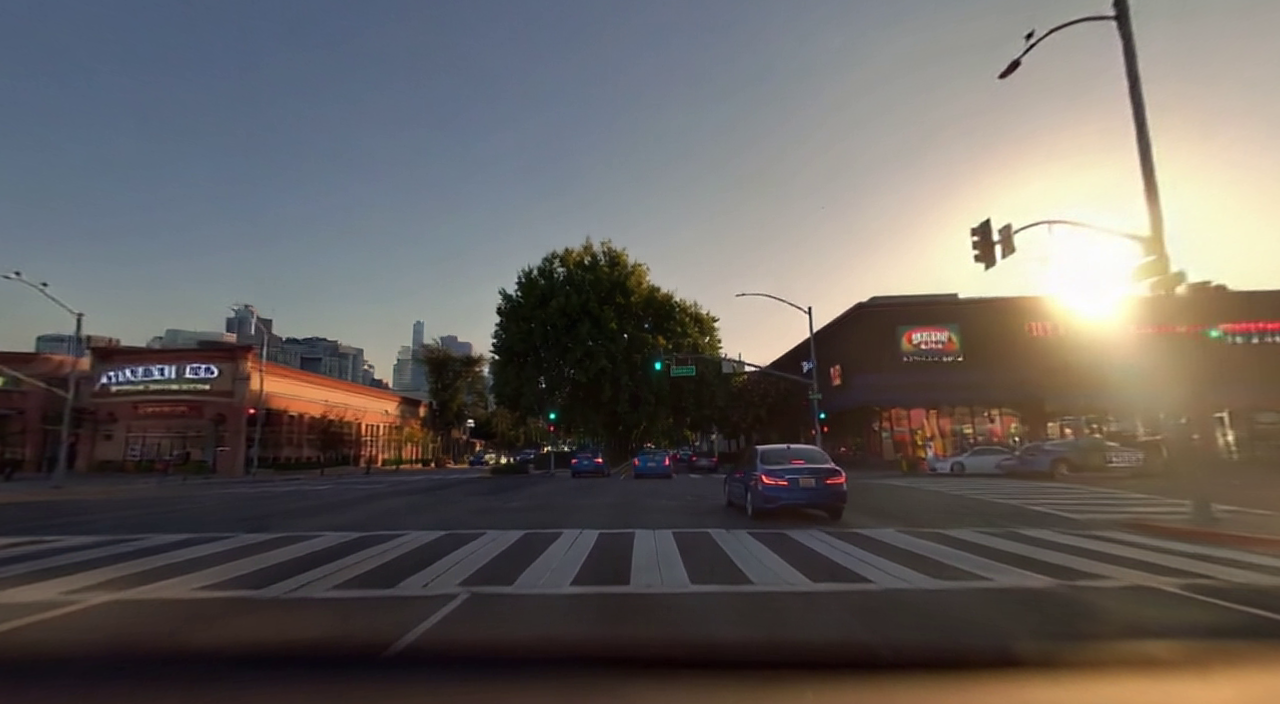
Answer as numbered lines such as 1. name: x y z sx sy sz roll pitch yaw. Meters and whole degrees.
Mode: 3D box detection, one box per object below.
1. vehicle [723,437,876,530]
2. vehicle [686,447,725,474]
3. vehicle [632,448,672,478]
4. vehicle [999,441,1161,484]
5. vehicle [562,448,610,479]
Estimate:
1. vehicle: 2.945 2.500 12.654 1.946 1.513 4.133 0 -8 0
2. vehicle: 3.966 6.618 38.674 1.931 1.552 4.125 0 -8 0
3. vehicle: 0.629 6.009 34.381 2.070 1.460 4.118 0 -8 0
4. vehicle: 15.726 3.939 22.697 4.481 1.427 1.830 0 -8 -1
5. vehicle: -2.766 5.827 33.175 2.040 1.471 4.211 -1 -8 2
